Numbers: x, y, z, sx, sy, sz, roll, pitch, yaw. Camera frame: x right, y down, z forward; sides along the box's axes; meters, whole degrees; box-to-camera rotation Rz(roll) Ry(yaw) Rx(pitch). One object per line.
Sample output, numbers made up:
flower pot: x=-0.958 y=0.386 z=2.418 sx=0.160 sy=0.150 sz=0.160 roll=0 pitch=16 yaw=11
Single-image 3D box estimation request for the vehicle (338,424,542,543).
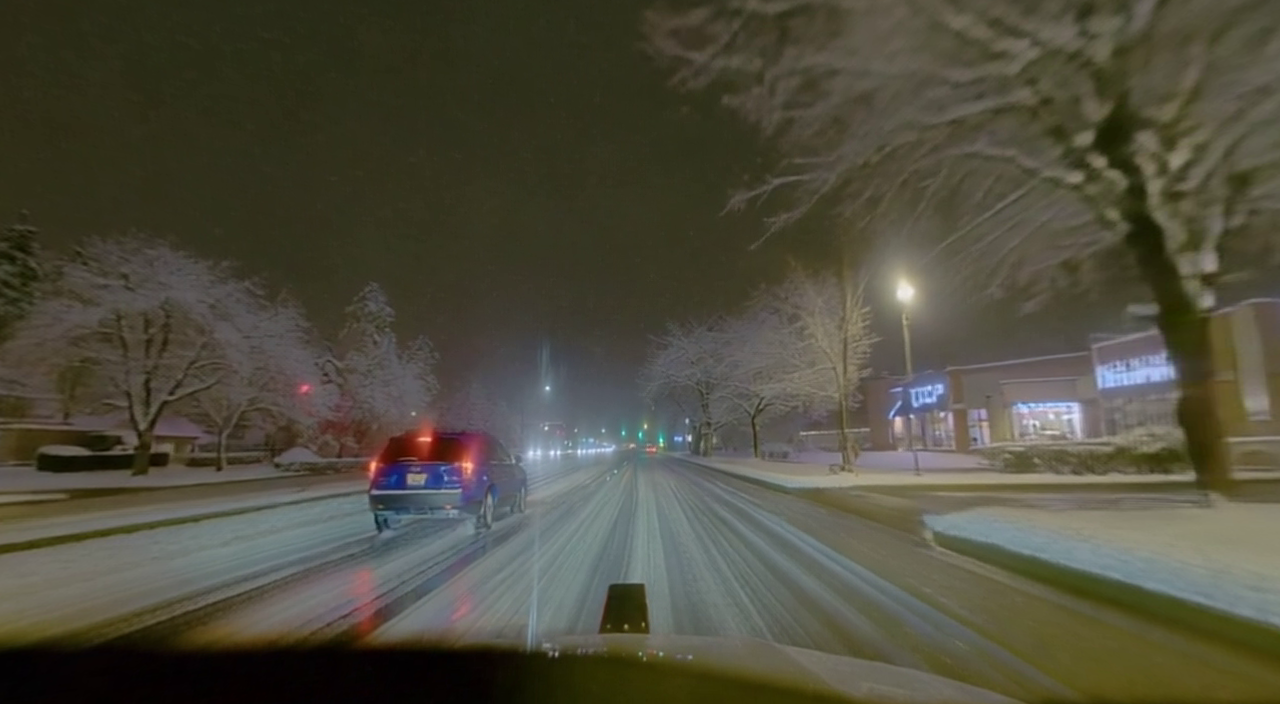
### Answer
vehicle: x=-3.154 y=2.163 z=11.028 sx=2.127 sy=1.654 sz=4.121 roll=0 pitch=-8 yaw=1
